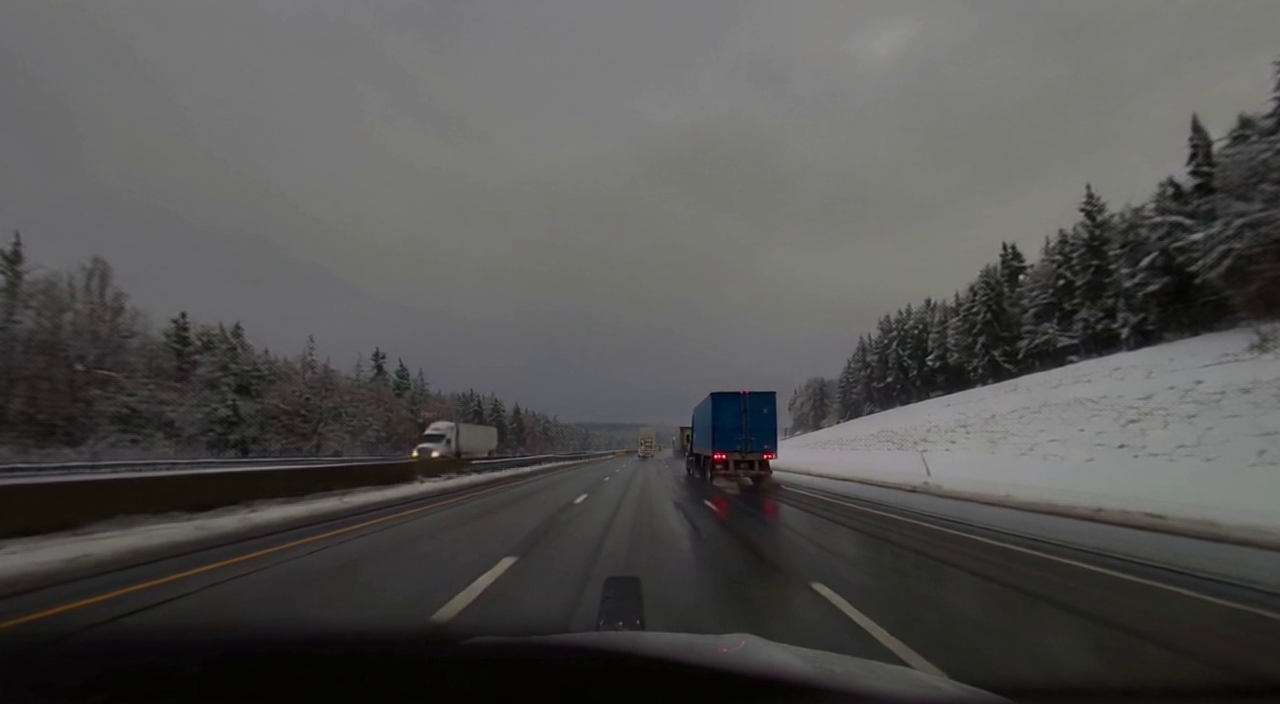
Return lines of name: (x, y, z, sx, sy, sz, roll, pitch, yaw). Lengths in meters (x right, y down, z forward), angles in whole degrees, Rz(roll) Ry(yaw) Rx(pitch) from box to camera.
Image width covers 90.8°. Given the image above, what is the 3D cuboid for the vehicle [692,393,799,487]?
vehicle: (4.187, 3.858, 27.400, 2.960, 3.381, 8.914, 0, -9, -1)
